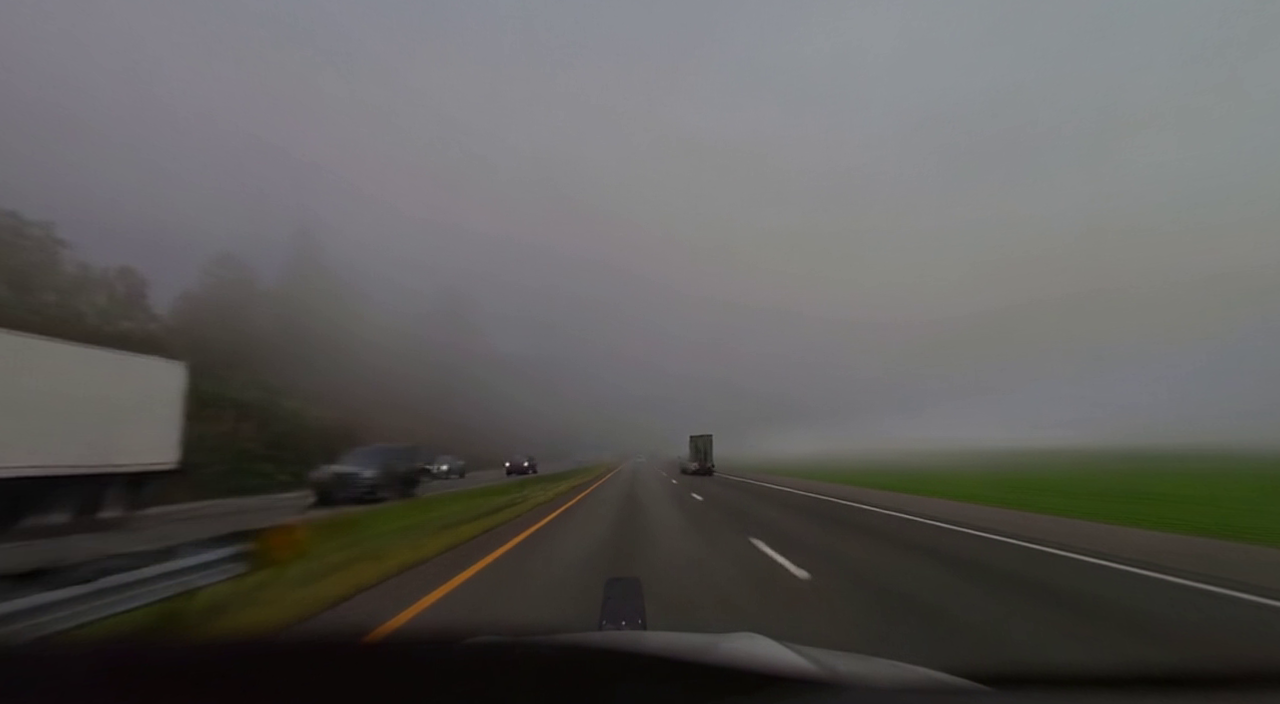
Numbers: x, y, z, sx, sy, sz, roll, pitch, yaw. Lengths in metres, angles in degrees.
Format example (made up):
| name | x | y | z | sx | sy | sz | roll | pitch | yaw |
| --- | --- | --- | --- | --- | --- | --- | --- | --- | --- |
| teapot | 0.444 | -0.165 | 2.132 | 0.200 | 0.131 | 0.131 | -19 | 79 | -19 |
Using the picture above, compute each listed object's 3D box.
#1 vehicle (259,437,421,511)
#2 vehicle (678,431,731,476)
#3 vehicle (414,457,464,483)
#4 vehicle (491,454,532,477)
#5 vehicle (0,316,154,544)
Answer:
| name | x | y | z | sx | sy | sz | roll | pitch | yaw |
| --- | --- | --- | --- | --- | --- | --- | --- | --- | --- |
| vehicle | -8.507 | 3.508 | 18.583 | 2.140 | 1.850 | 5.186 | 0 | -9 | 1 |
| vehicle | 3.843 | 6.211 | 38.620 | 2.472 | 2.562 | 5.594 | 0 | -9 | -2 |
| vehicle | -12.542 | 7.363 | 39.560 | 1.841 | 1.447 | 3.943 | 0 | -9 | 0 |
| vehicle | -9.097 | 8.033 | 44.847 | 1.989 | 1.540 | 4.178 | 0 | -9 | 1 |
| vehicle | -13.229 | 1.061 | 9.127 | 3.428 | 4.062 | 11.018 | 0 | -9 | 1 |
